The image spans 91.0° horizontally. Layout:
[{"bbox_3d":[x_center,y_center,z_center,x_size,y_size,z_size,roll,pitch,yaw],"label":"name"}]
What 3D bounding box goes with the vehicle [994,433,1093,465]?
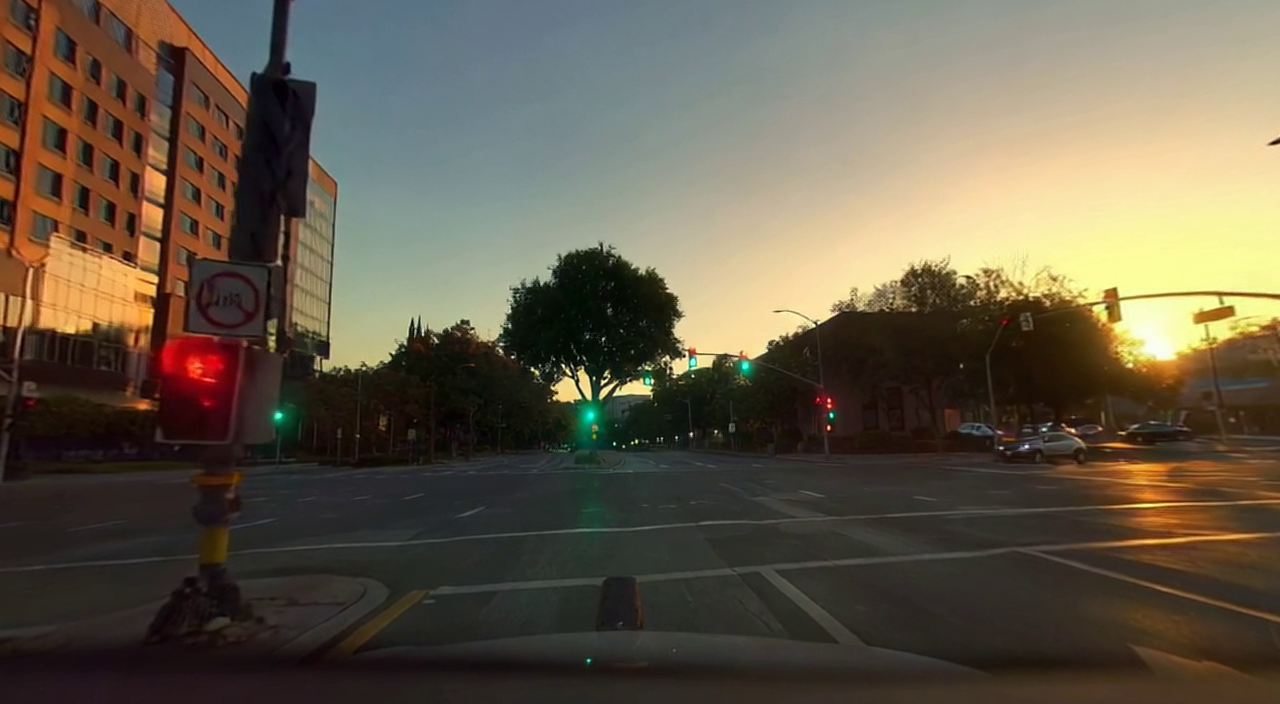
[{"bbox_3d":[22.029,5.298,34.391,4.769,1.634,1.884,3,-9,-18],"label":"vehicle"}]
